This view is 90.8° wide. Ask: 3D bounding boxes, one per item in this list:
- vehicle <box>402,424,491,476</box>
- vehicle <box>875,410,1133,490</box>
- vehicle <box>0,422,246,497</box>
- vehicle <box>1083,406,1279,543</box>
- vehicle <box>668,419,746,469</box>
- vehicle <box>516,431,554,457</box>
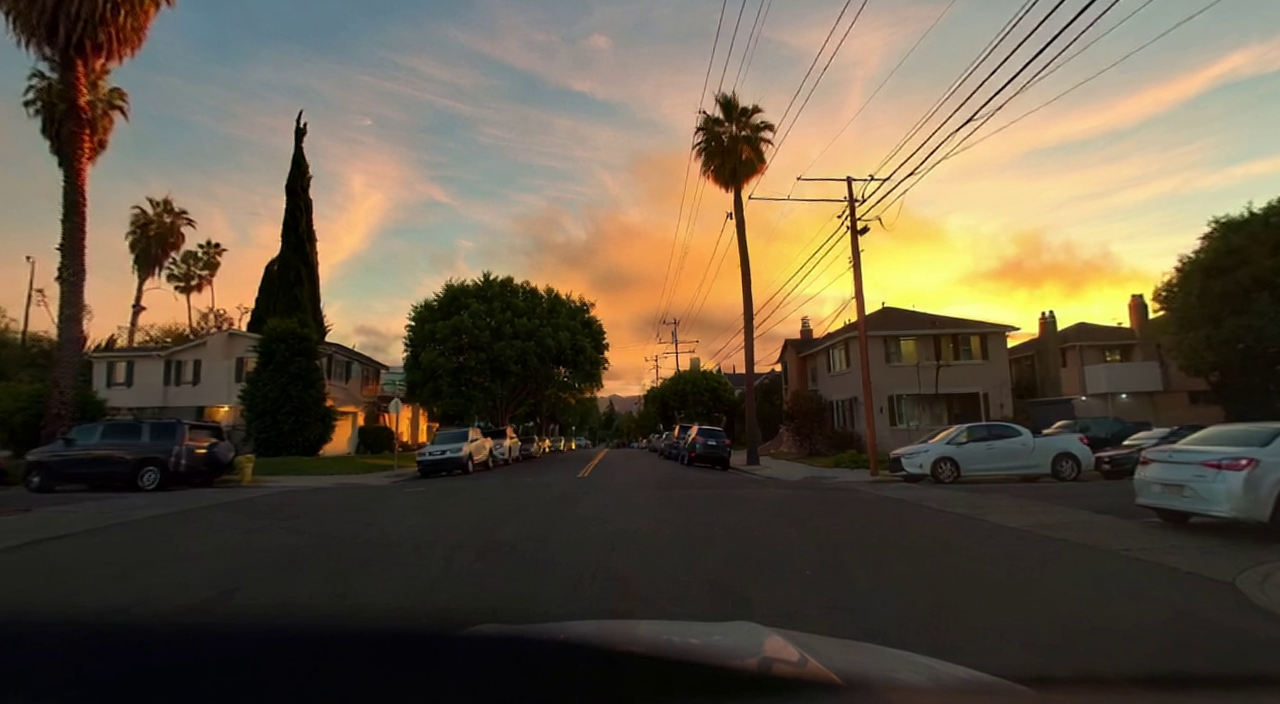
[{"bbox_3d":[-7.025,3.637,23.512,2.198,1.724,4.493,1,-9,-5],"label":"vehicle"},{"bbox_3d":[10.286,2.791,18.219,5.971,1.967,2.385,-1,-9,-5],"label":"vehicle"},{"bbox_3d":[-14.812,3.010,17.734,5.847,1.766,2.392,-2,-9,-2],"label":"vehicle"},{"bbox_3d":[9.004,1.636,8.739,4.181,1.638,2.015,0,-9,-1],"label":"vehicle"},{"bbox_3d":[2.697,3.980,27.268,2.505,1.895,5.805,0,-9,-2],"label":"vehicle"},{"bbox_3d":[-7.705,6.838,46.842,2.178,1.865,4.658,0,-9,-2],"label":"vehicle"}]
